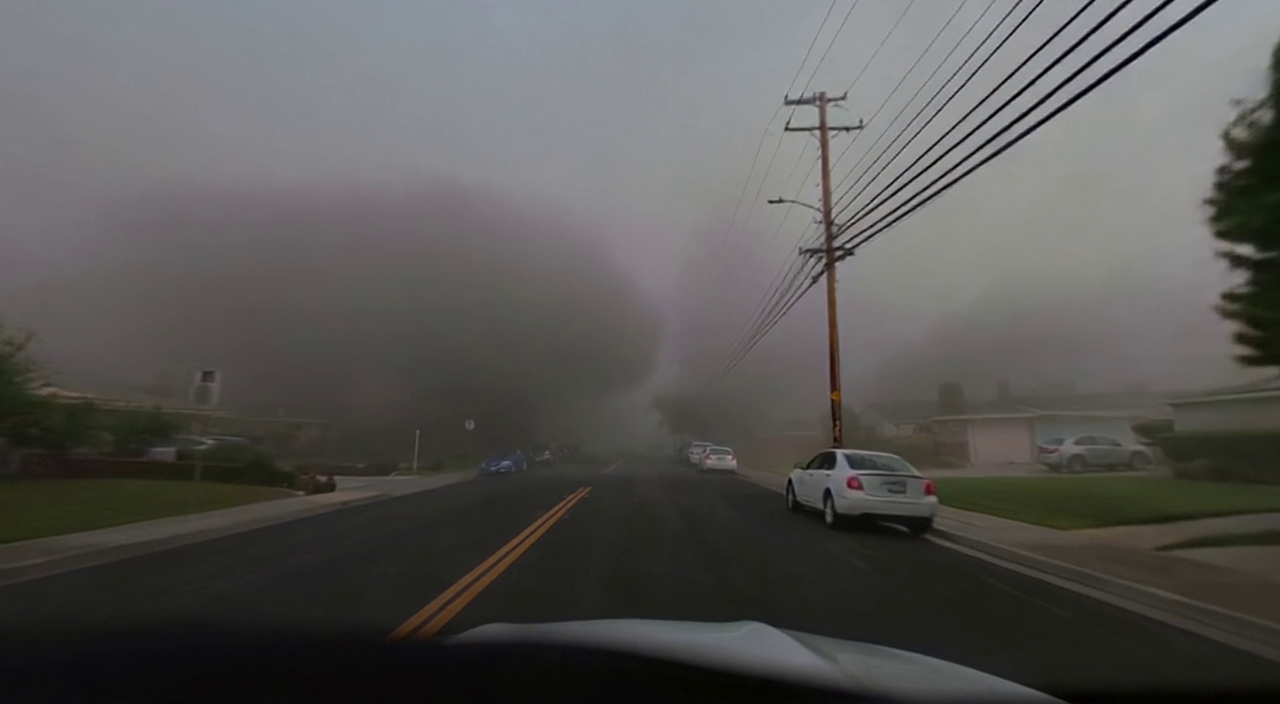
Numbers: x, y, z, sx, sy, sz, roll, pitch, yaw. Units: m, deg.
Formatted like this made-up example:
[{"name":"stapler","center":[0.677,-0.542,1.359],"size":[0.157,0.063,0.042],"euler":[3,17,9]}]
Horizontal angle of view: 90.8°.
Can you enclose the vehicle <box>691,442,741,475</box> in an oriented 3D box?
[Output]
[{"name":"vehicle","center":[3.499,5.023,29.940],"size":[1.763,1.432,4.323],"euler":[0,-9,-1]}]

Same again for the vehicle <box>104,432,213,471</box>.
[{"name":"vehicle","center":[-23.271,4.817,30.745],"size":[1.879,1.761,4.199],"euler":[0,-9,1]}]

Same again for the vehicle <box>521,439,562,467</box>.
[{"name":"vehicle","center":[-6.556,6.794,42.604],"size":[2.031,1.799,4.587],"euler":[0,-9,0]}]

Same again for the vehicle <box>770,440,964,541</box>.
[{"name":"vehicle","center":[3.731,2.325,11.272],"size":[1.782,1.439,4.037],"euler":[1,-9,-3]}]

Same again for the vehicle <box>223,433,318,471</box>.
[{"name":"vehicle","center":[-18.001,4.900,31.070],"size":[1.925,1.750,4.489],"euler":[0,-9,1]}]

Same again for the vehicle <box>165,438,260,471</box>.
[{"name":"vehicle","center":[-20.398,4.903,30.363],"size":[1.791,1.500,3.846],"euler":[0,-9,1]}]

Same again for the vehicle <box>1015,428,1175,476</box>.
[{"name":"vehicle","center":[16.683,3.690,23.341],"size":[4.355,1.674,1.914],"euler":[0,-9,0]}]

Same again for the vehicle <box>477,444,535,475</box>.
[{"name":"vehicle","center":[-6.643,5.377,31.838],"size":[2.031,1.454,4.410],"euler":[0,-9,-1]}]
